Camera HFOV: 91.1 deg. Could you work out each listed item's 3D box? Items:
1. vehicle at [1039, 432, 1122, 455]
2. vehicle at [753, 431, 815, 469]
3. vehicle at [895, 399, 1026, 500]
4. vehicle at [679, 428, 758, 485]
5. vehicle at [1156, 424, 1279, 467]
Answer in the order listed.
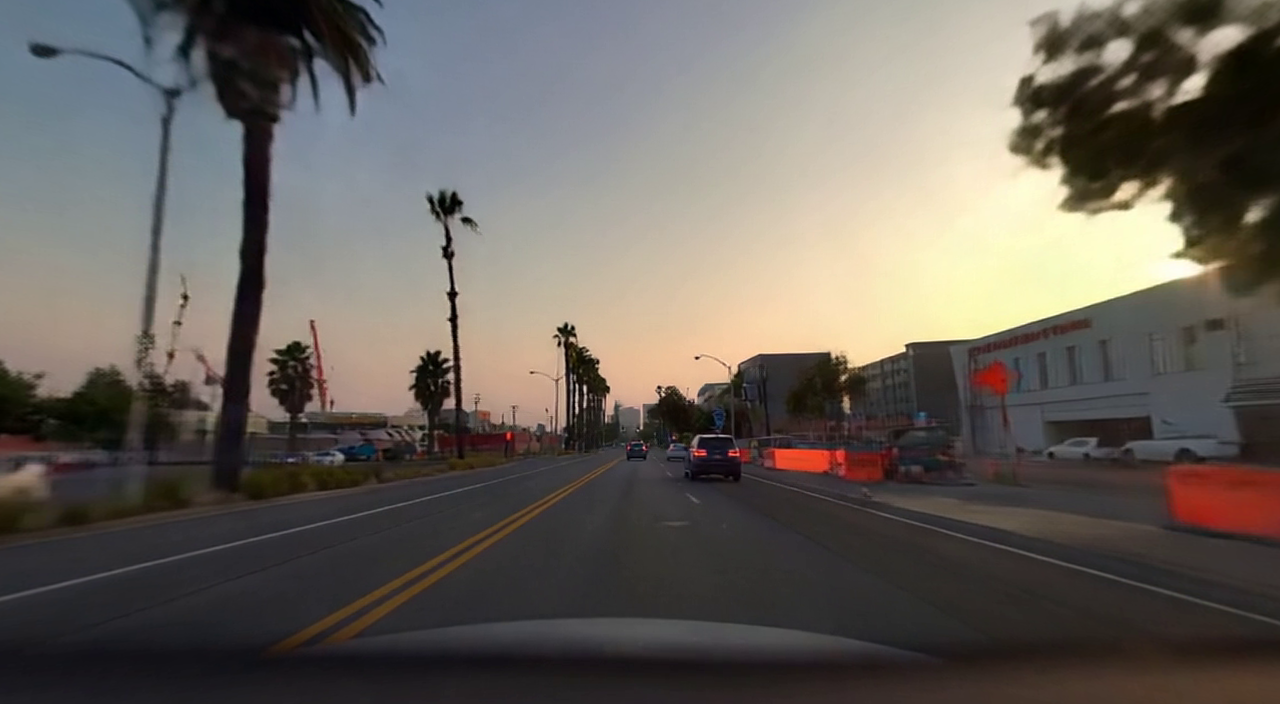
[{"bbox_3d":[30.644,6.387,43.667,4.762,1.523,1.933,2,-8,-13],"label":"vehicle"},{"bbox_3d":[10.833,7.417,48.020,2.799,2.593,7.710,-1,-8,0],"label":"vehicle"},{"bbox_3d":[11.006,3.274,21.377,2.609,2.976,4.867,-8,-11,41],"label":"vehicle"},{"bbox_3d":[2.908,4.070,24.860,2.386,1.970,5.665,0,-8,0],"label":"vehicle"},{"bbox_3d":[30.396,4.717,31.732,6.580,2.031,2.456,1,-8,-3],"label":"vehicle"}]
